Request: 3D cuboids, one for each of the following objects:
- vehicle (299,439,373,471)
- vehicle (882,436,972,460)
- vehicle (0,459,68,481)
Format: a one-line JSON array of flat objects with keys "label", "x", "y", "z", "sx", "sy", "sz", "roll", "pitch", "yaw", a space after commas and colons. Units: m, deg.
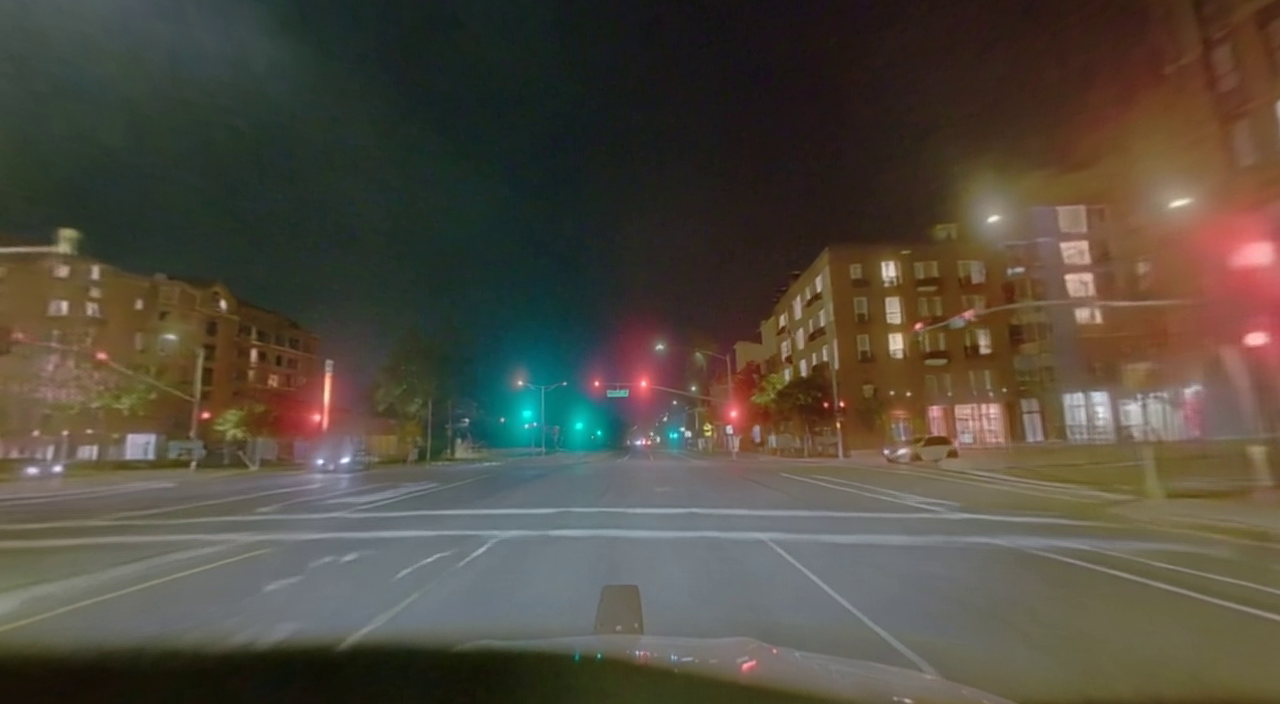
[{"label": "vehicle", "x": -19.097, "y": 6.479, "z": 39.862, "sx": 2.010, "sy": 1.833, "sz": 5.365, "roll": -1, "pitch": -8, "yaw": 0}, {"label": "vehicle", "x": 17.687, "y": 5.928, "z": 38.935, "sx": 4.583, "sy": 1.426, "sz": 1.892, "roll": 0, "pitch": -8, "yaw": -2}, {"label": "vehicle", "x": -42.787, "y": 8.166, "z": 43.563, "sx": 4.447, "sy": 1.431, "sz": 1.844, "roll": 0, "pitch": -8, "yaw": -1}]
